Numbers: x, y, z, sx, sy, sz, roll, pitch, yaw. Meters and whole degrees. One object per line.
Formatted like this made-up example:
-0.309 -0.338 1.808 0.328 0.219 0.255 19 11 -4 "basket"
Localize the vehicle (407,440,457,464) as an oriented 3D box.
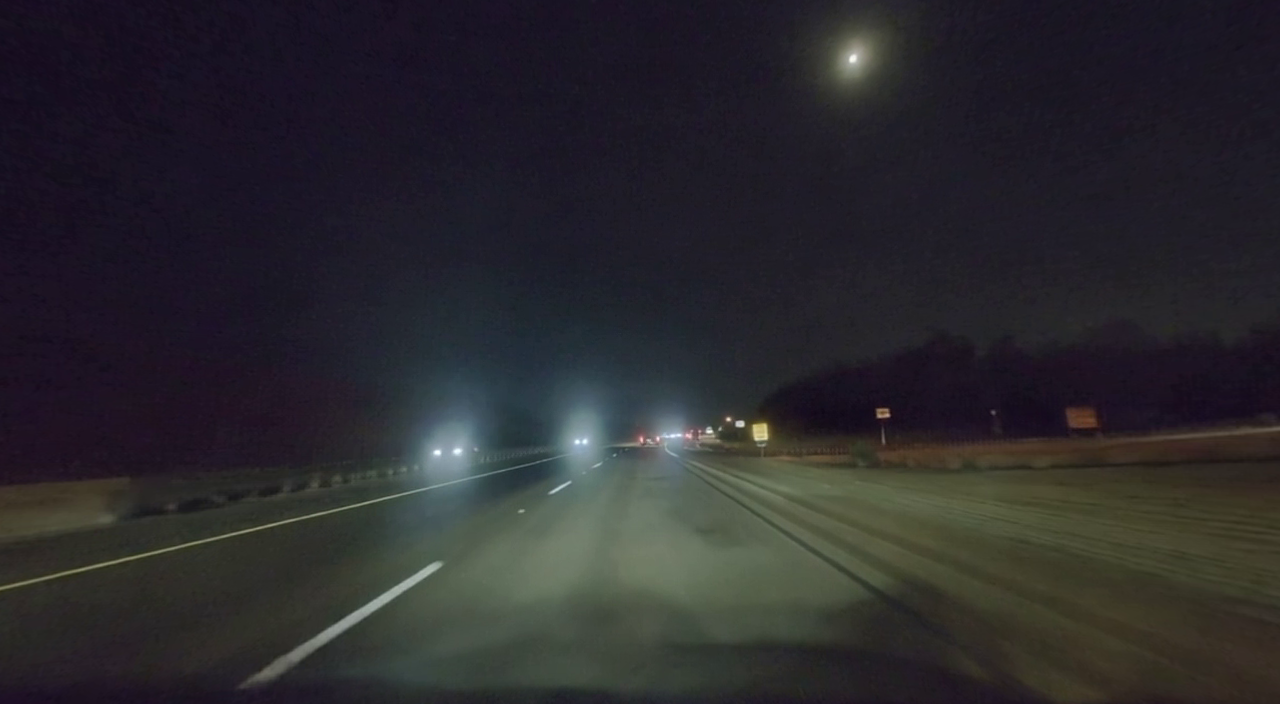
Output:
-13.573 6.528 41.232 1.815 1.480 4.254 0 -8 0 "vehicle"
